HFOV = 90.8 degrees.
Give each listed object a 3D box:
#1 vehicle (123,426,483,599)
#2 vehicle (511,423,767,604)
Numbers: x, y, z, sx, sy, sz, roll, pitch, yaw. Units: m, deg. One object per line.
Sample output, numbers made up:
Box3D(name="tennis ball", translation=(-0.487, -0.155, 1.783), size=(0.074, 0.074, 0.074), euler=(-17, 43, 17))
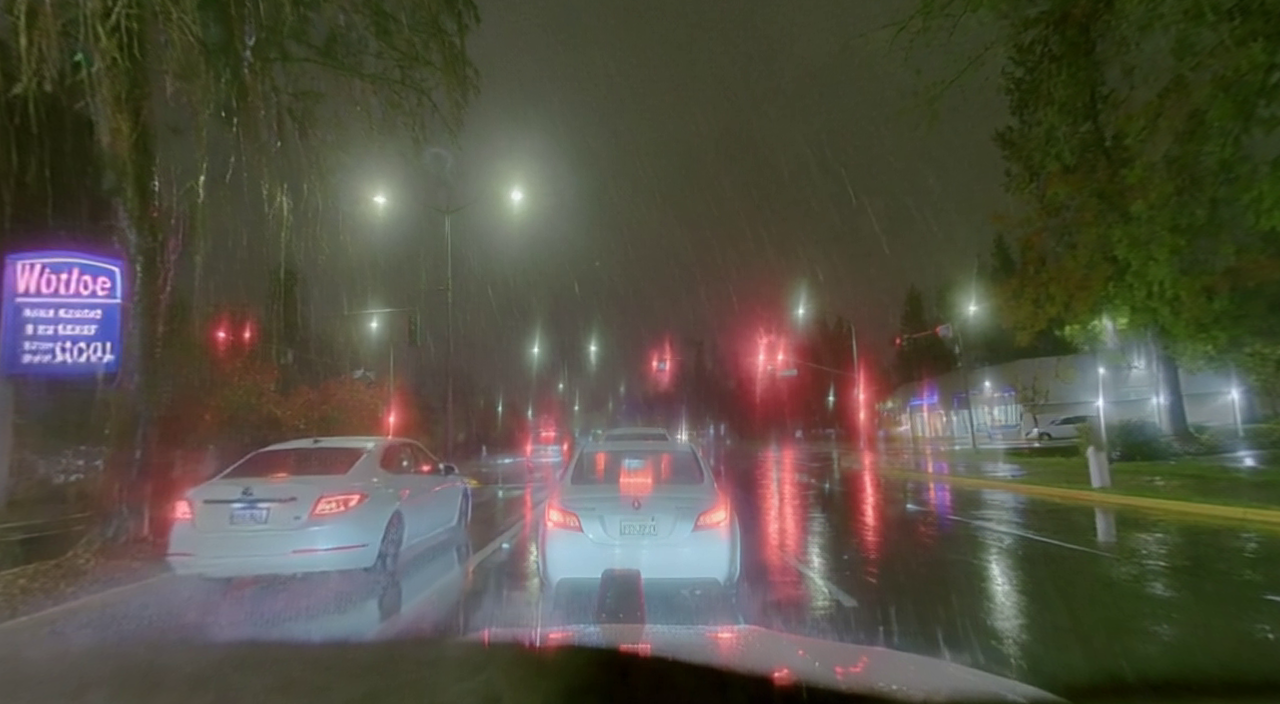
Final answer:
Box3D(name="vehicle", translation=(-3.506, 1.734, 7.801), size=(1.961, 1.487, 4.453), euler=(0, -8, 0))
Box3D(name="vehicle", translation=(-0.067, 1.638, 7.309), size=(2.126, 1.475, 3.967), euler=(0, -8, -2))
